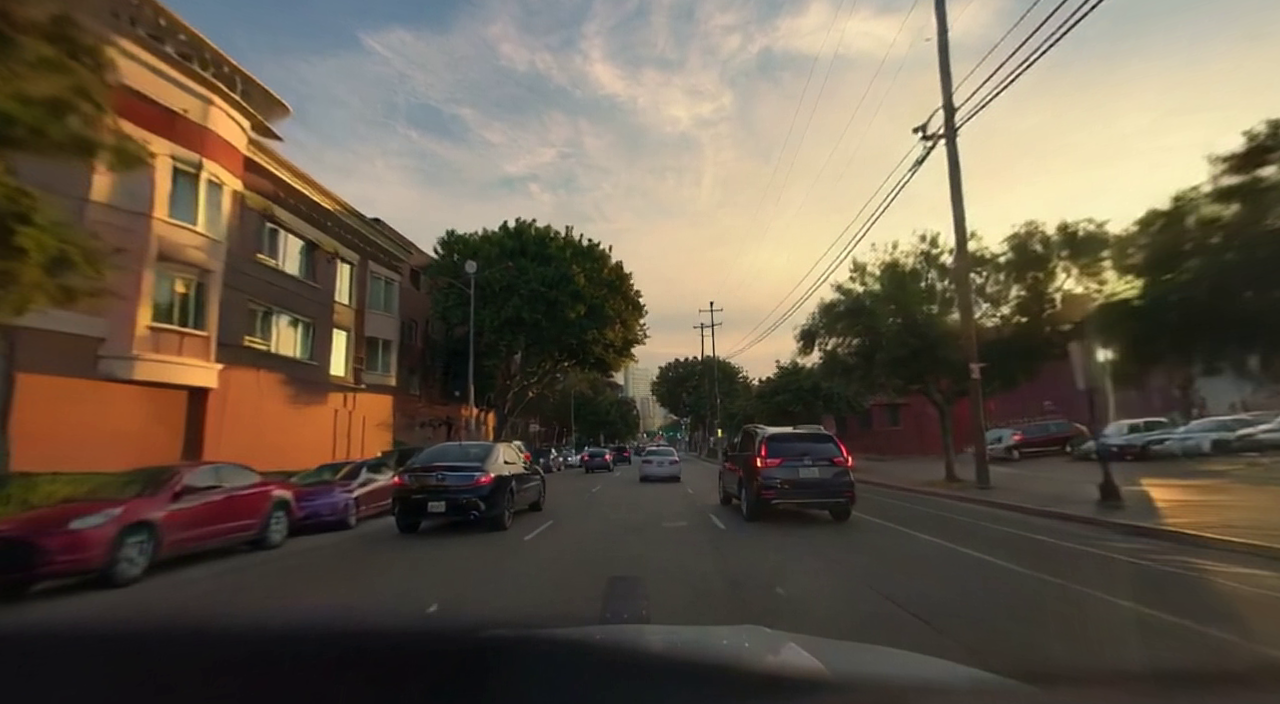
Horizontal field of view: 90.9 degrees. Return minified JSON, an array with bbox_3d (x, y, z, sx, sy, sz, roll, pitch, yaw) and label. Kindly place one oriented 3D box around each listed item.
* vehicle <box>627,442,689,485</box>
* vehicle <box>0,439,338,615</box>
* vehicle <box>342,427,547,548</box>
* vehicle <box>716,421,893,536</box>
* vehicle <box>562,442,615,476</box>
[{"bbox_3d":[0.657,4.186,24.138,2.139,1.466,4.373,0,-8,1],"label":"vehicle"},{"bbox_3d":[-5.821,1.843,7.736,1.886,1.494,4.496,-1,-8,2],"label":"vehicle"},{"bbox_3d":[-2.968,2.143,10.641,2.085,1.619,3.976,-1,-8,1],"label":"vehicle"},{"bbox_3d":[2.749,2.226,11.747,2.094,1.709,4.394,0,-8,0],"label":"vehicle"},{"bbox_3d":[-2.383,5.113,30.438,2.019,1.507,4.643,-1,-8,2],"label":"vehicle"}]
